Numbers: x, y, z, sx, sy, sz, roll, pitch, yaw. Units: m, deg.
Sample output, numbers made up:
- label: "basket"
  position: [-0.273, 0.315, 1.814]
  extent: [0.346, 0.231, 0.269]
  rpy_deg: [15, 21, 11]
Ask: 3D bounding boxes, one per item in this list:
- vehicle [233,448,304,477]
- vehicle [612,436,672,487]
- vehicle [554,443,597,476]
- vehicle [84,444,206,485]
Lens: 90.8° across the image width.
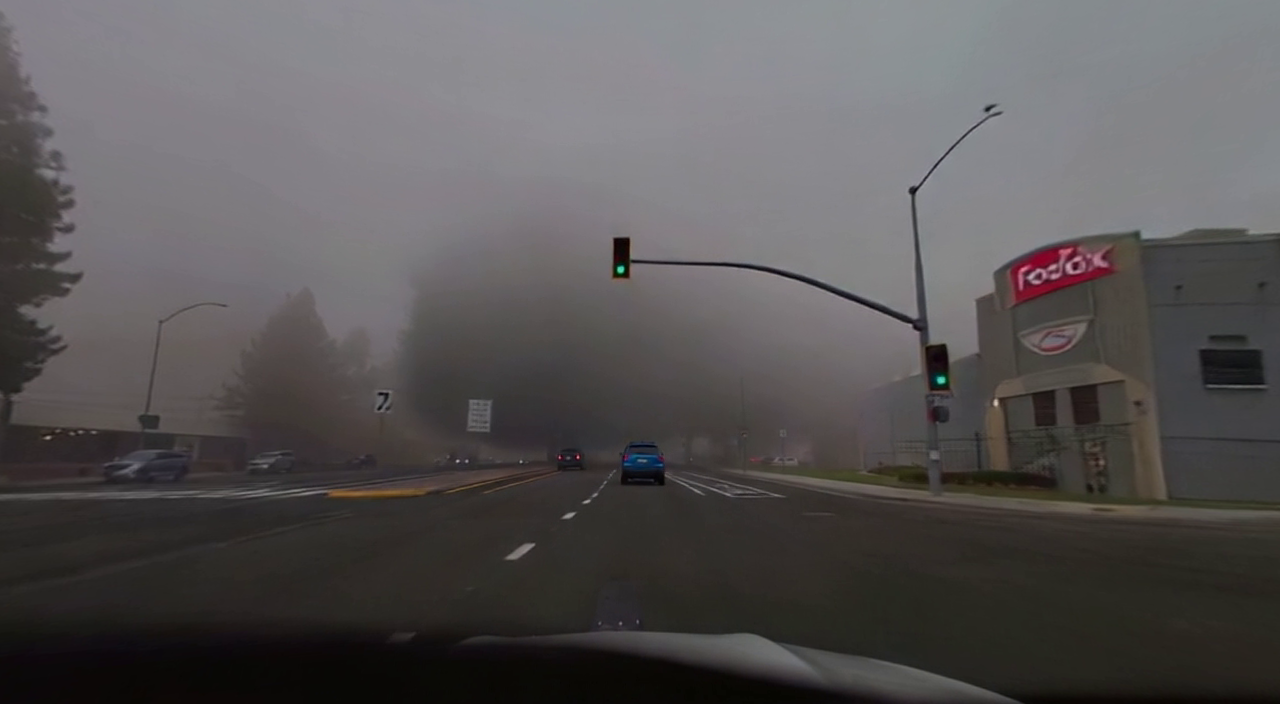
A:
- label: "vehicle"
  position: [-26.157, 7.766, 44.727]
  extent: [2.111, 1.839, 4.932]
  rpy_deg: [0, -8, -2]
- label: "vehicle"
  position: [0.035, 4.565, 26.741]
  extent: [2.273, 1.909, 5.075]
  rpy_deg: [0, -8, -1]
- label: "vehicle"
  position: [-3.924, 6.632, 39.246]
  extent: [2.202, 1.856, 4.516]
  rpy_deg: [0, -8, -1]
- label: "vehicle"
  position: [-25.692, 5.814, 33.122]
  extent: [2.182, 1.906, 5.364]
  rpy_deg: [0, -8, -3]
